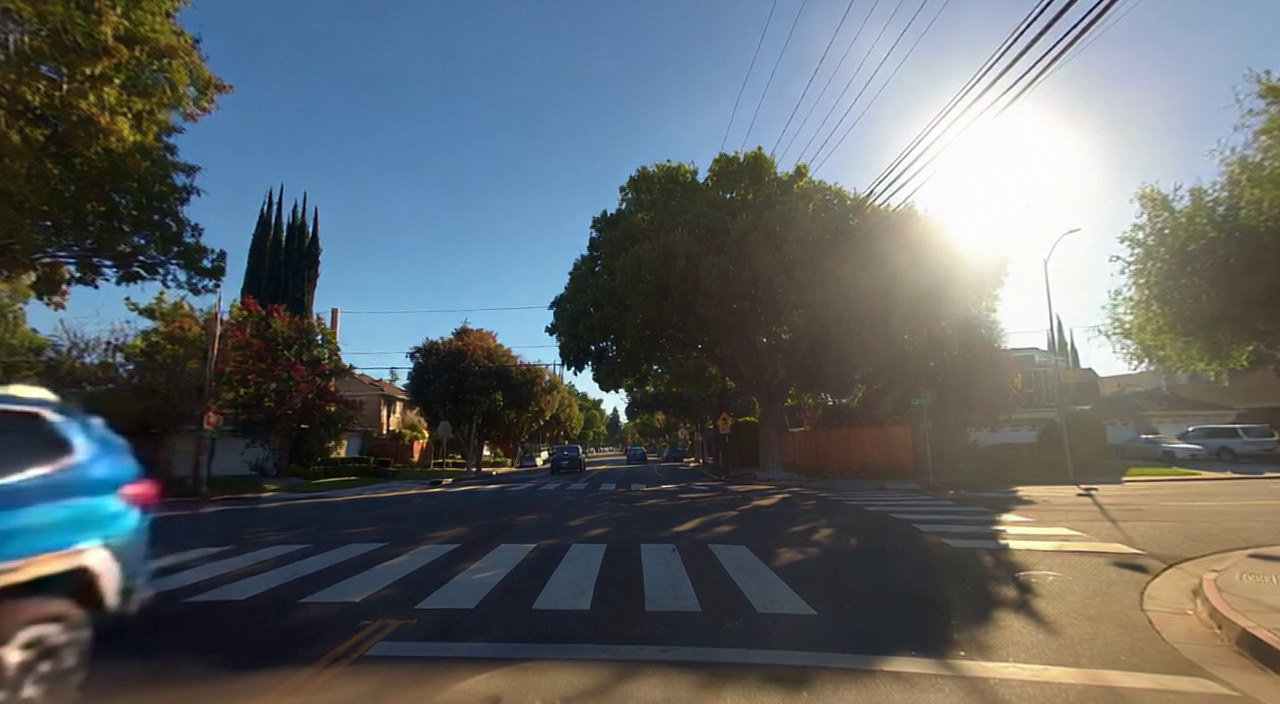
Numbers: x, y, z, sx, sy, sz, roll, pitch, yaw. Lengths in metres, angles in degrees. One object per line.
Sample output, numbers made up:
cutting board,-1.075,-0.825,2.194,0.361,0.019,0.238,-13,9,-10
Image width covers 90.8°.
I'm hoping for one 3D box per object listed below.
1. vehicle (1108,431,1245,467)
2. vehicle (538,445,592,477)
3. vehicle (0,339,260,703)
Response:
vehicle,23.427,4.274,27.876,1.841,1.448,4.688,0,-8,-1
vehicle,-3.605,5.327,31.166,2.102,1.463,4.024,0,-9,1
vehicle,-3.660,0.752,1.854,2.330,1.768,4.553,0,-8,-2
